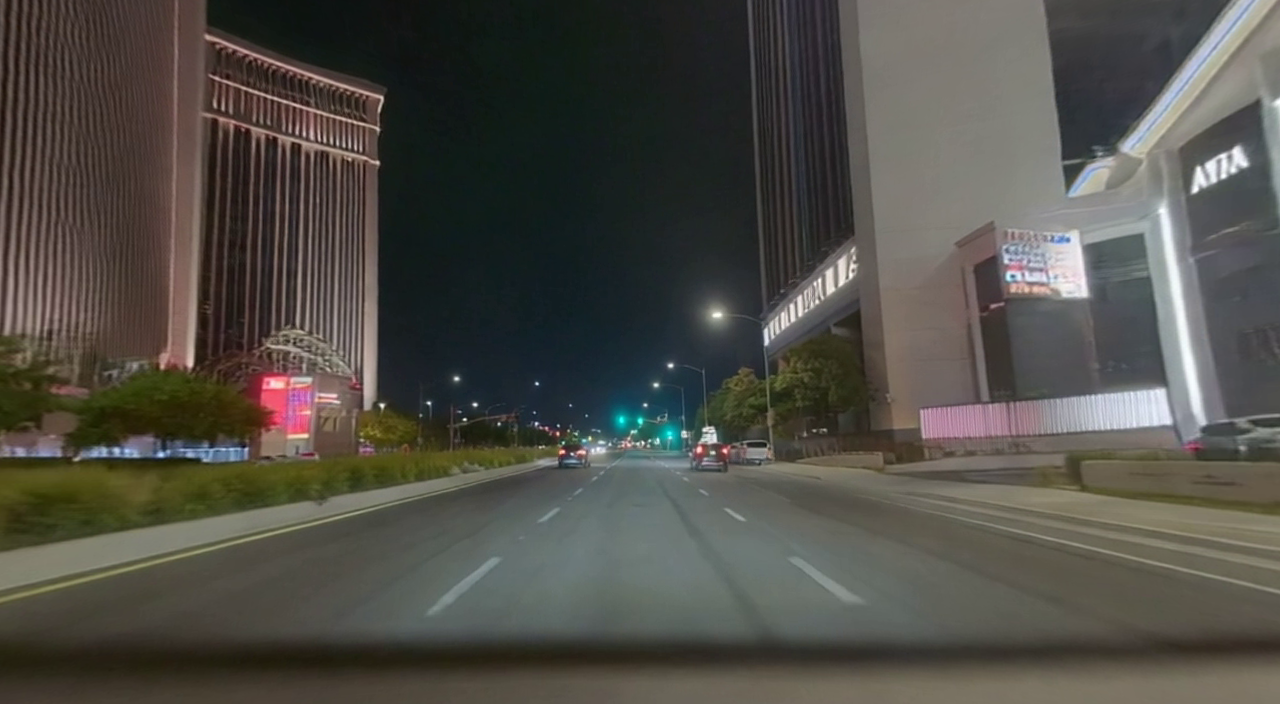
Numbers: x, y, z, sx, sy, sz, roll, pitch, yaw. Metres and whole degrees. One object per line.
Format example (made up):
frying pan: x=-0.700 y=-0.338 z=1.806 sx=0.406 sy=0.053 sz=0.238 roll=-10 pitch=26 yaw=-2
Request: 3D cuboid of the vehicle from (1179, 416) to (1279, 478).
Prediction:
vehicle: x=17.386 y=2.454 z=16.345 sx=2.136 sy=1.567 sz=4.816 roll=0 pitch=-10 yaw=-7

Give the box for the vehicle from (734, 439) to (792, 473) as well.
vehicle: x=6.745 y=5.734 z=34.957 sx=2.182 sy=1.744 sz=4.600 roll=0 pitch=-8 yaw=-1

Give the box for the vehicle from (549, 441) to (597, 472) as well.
vehicle: x=-3.339 y=5.277 z=32.035 sx=2.005 sy=1.477 sz=4.169 roll=0 pitch=-8 yaw=0

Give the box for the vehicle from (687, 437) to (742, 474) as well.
vehicle: x=3.681 y=5.188 z=31.829 sx=2.083 sy=1.743 sz=4.354 roll=0 pitch=-8 yaw=-3
